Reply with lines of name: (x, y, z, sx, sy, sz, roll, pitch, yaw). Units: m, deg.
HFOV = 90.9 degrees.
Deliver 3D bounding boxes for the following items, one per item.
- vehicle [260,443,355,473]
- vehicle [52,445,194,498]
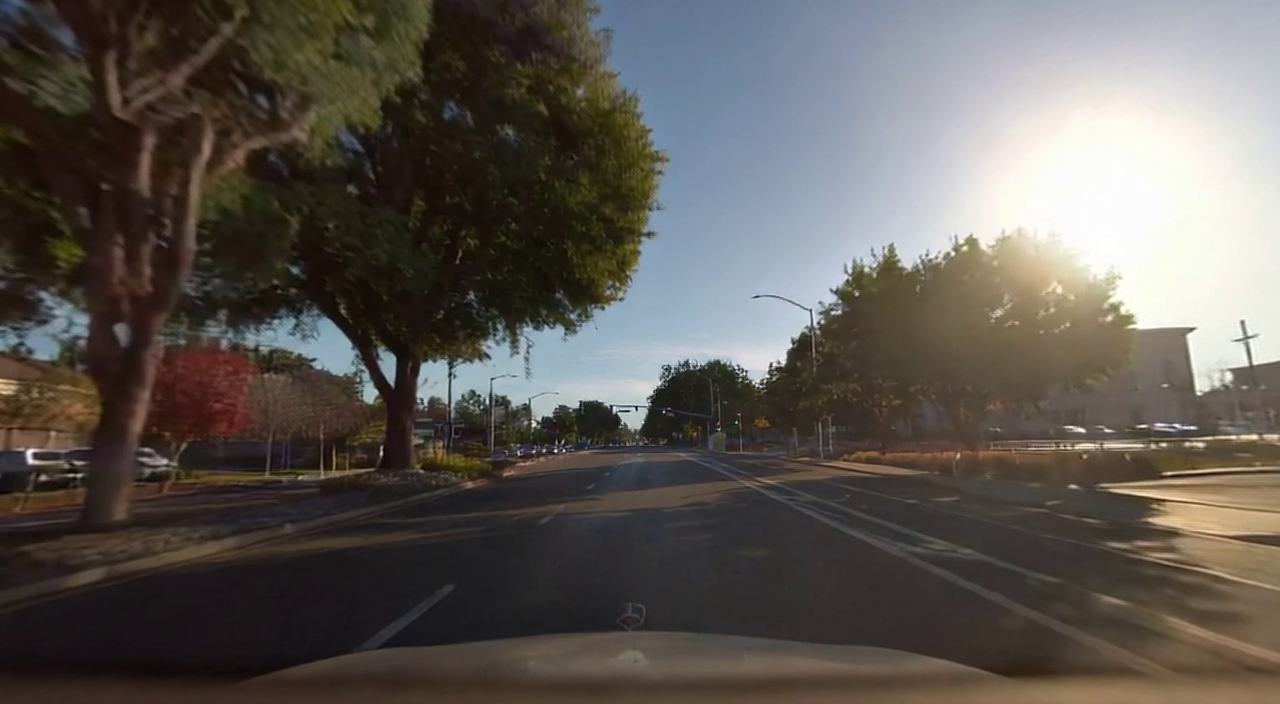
vehicle: (-22.635, 7.206, 43.150, 5.215, 1.887, 2.213, 1, -8, -8)
vehicle: (-24.290, 5.594, 29.751, 5.040, 2.072, 1.949, -2, -5, 0)
